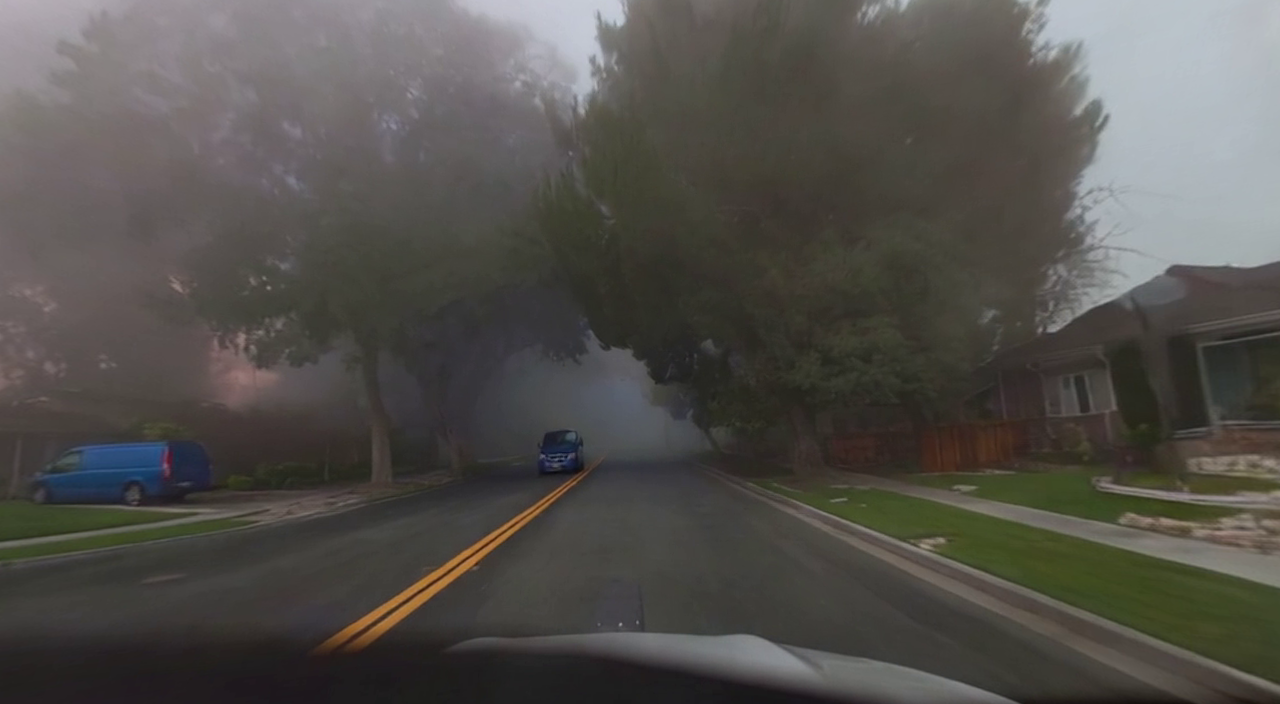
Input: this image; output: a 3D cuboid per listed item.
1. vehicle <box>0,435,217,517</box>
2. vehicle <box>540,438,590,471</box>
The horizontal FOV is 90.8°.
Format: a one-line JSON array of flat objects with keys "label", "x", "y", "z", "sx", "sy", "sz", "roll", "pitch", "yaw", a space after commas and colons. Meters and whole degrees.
[{"label": "vehicle", "x": -14.444, "y": 3.175, "z": 16.710, "sx": 2.145, "sy": 1.839, "sz": 4.837, "roll": -6, "pitch": -10, "yaw": 33}, {"label": "vehicle", "x": -4.397, "y": 6.154, "z": 38.021, "sx": 2.303, "sy": 1.813, "sz": 5.660, "roll": 0, "pitch": -8, "yaw": 0}]
